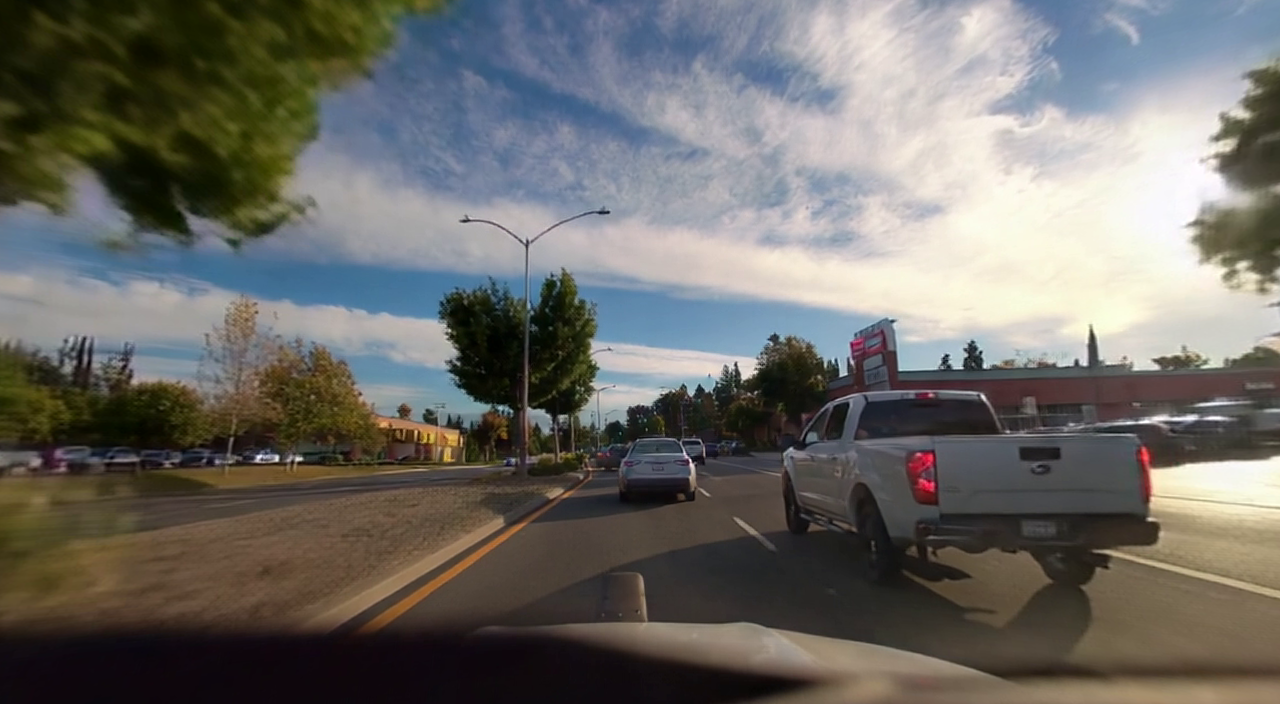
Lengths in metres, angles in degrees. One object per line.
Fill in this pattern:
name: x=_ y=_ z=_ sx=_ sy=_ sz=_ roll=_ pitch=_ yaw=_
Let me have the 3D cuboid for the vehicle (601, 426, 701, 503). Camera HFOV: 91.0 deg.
vehicle: x=0.233 y=2.755 z=15.704 sx=2.145 sy=1.650 sz=4.021 roll=0 pitch=-9 yaw=0

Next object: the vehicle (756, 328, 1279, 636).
vehicle: x=3.337 y=1.329 z=7.367 sx=2.731 sy=2.101 sz=6.047 roll=0 pitch=-9 yaw=-1

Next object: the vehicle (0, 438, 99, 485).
vehicle: x=-32.175 y=5.570 z=31.834 sx=2.664 sy=2.215 sz=7.903 roll=-2 pitch=-9 yaw=-1

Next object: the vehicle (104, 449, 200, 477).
vehicle: x=-28.072 y=6.404 z=36.316 sx=3.894 sy=1.527 sz=1.872 roll=-1 pitch=-10 yaw=-1
